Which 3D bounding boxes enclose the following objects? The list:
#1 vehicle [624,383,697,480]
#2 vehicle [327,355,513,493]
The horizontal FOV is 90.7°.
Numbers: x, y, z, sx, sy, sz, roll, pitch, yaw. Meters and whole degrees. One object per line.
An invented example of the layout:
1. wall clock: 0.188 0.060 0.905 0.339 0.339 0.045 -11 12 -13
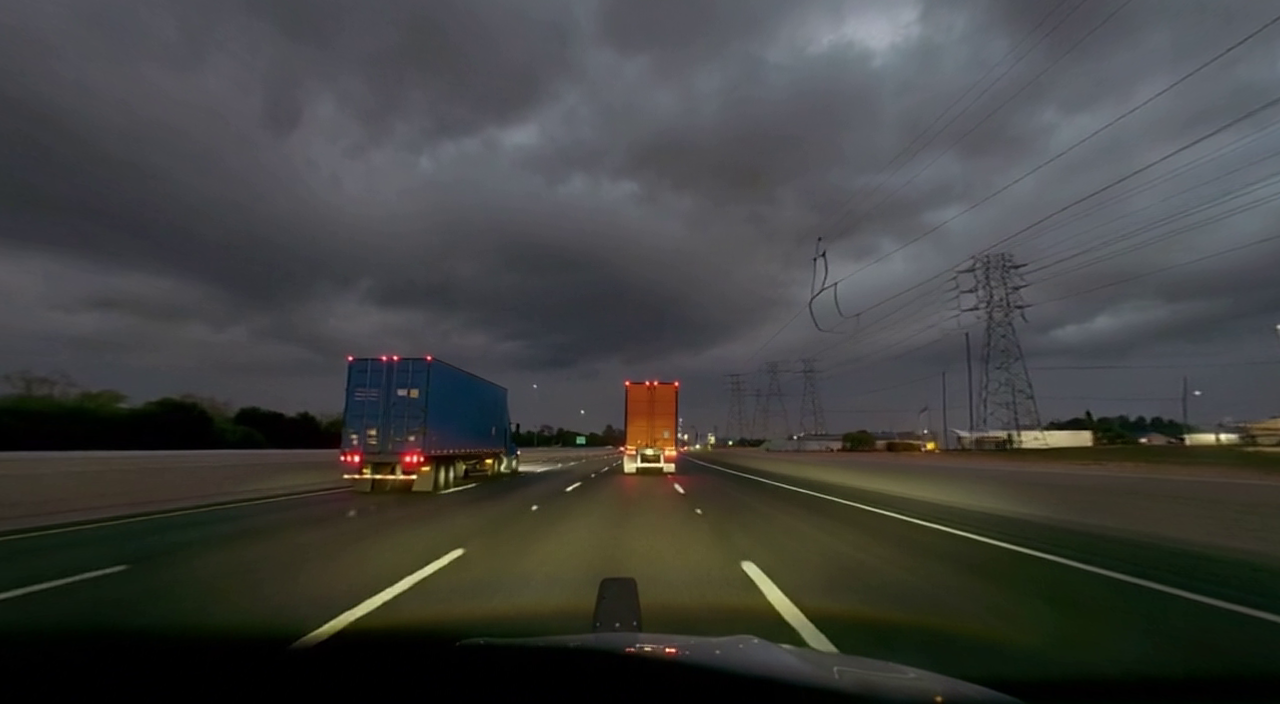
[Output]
1. vehicle: 0.801 3.909 30.300 2.858 3.847 10.034 0 -9 0
2. vehicle: -7.504 2.901 23.994 2.937 3.981 11.119 -1 -8 1
